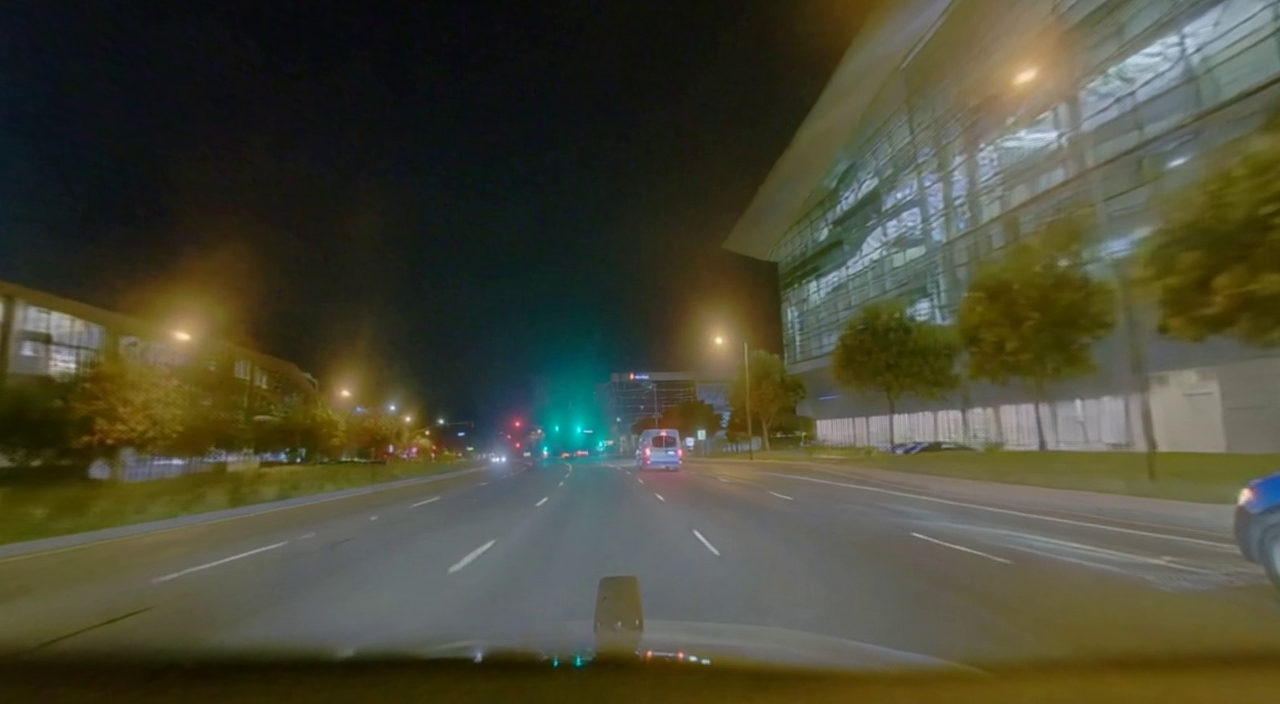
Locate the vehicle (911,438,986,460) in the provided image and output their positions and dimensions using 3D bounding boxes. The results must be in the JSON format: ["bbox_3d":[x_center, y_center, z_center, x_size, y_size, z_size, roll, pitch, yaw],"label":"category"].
[{"bbox_3d":[21.957,6.904,44.940,4.271,1.470,1.940,0,-8,0],"label":"vehicle"}]

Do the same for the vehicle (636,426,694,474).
[{"bbox_3d":[1.176,5.017,32.305,2.339,2.244,4.817,0,-8,-5],"label":"vehicle"}]
